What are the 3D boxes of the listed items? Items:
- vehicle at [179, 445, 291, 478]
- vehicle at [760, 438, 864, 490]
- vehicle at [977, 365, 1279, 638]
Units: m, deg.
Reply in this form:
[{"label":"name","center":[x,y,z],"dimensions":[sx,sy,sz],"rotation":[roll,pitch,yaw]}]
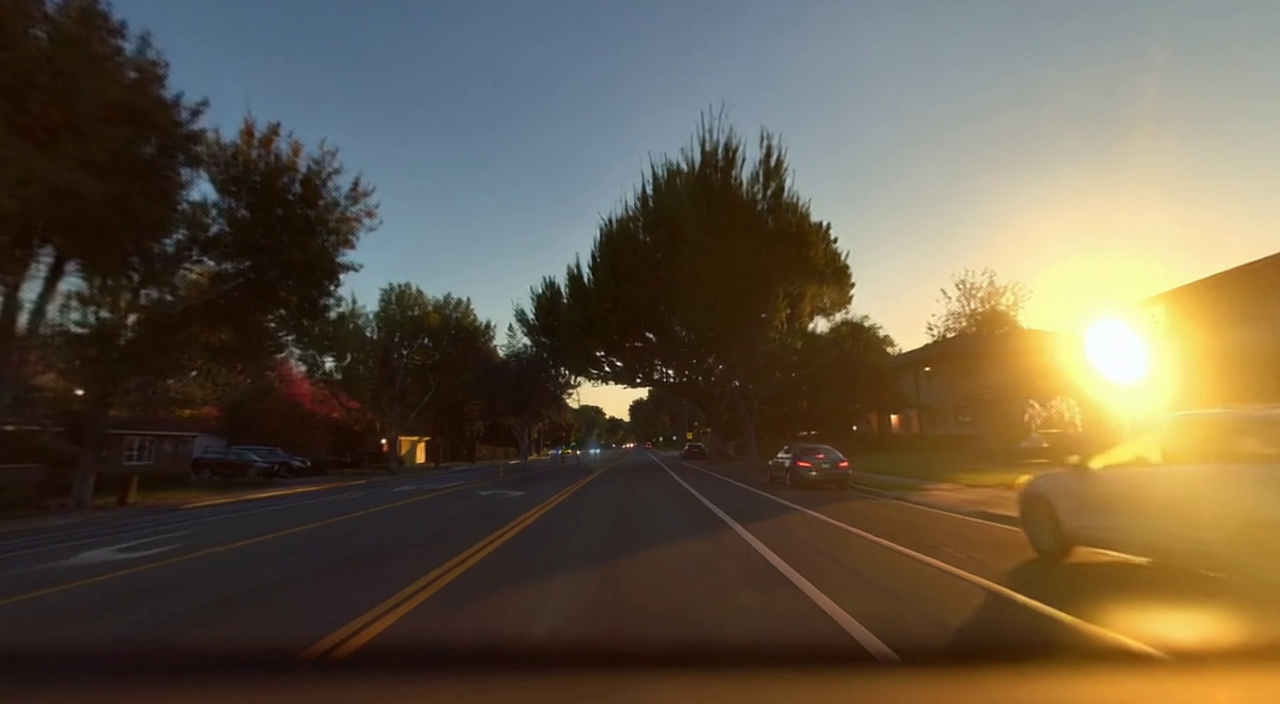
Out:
[{"label":"vehicle","center":[-21.820,5.885,34.086],"dimensions":[4.610,1.721,2.019],"rotation":[0,-8,-1]},{"label":"vehicle","center":[5.349,3.543,20.290],"dimensions":[1.935,1.453,4.488],"rotation":[0,-8,-2]},{"label":"vehicle","center":[5.193,1.175,5.458],"dimensions":[2.047,1.752,4.538],"rotation":[0,-8,1]}]
